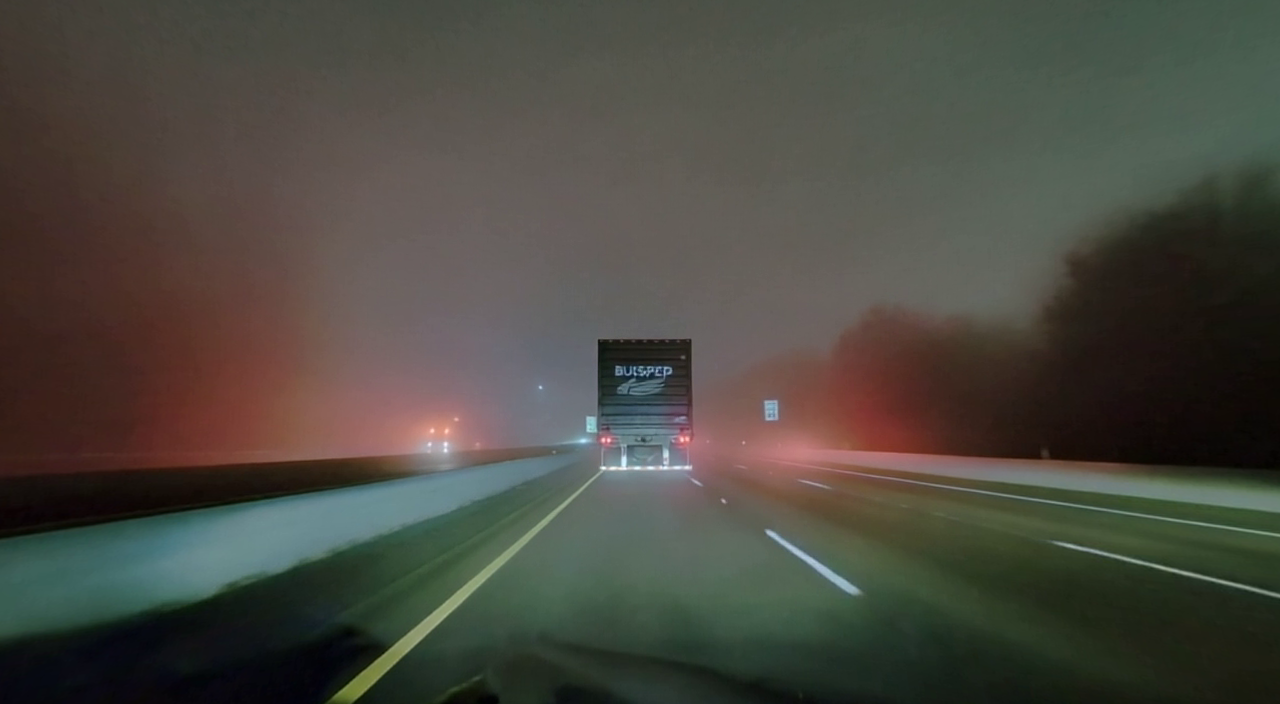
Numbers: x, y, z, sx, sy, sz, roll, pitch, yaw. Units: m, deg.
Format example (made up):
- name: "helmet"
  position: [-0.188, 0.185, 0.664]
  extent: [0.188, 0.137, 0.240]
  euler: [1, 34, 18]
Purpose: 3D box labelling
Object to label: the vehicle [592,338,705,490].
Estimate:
- name: "vehicle"
  position: [0.152, 2.173, 20.561]
  extent: [2.870, 3.911, 8.697]
  euler: [0, -8, -1]
